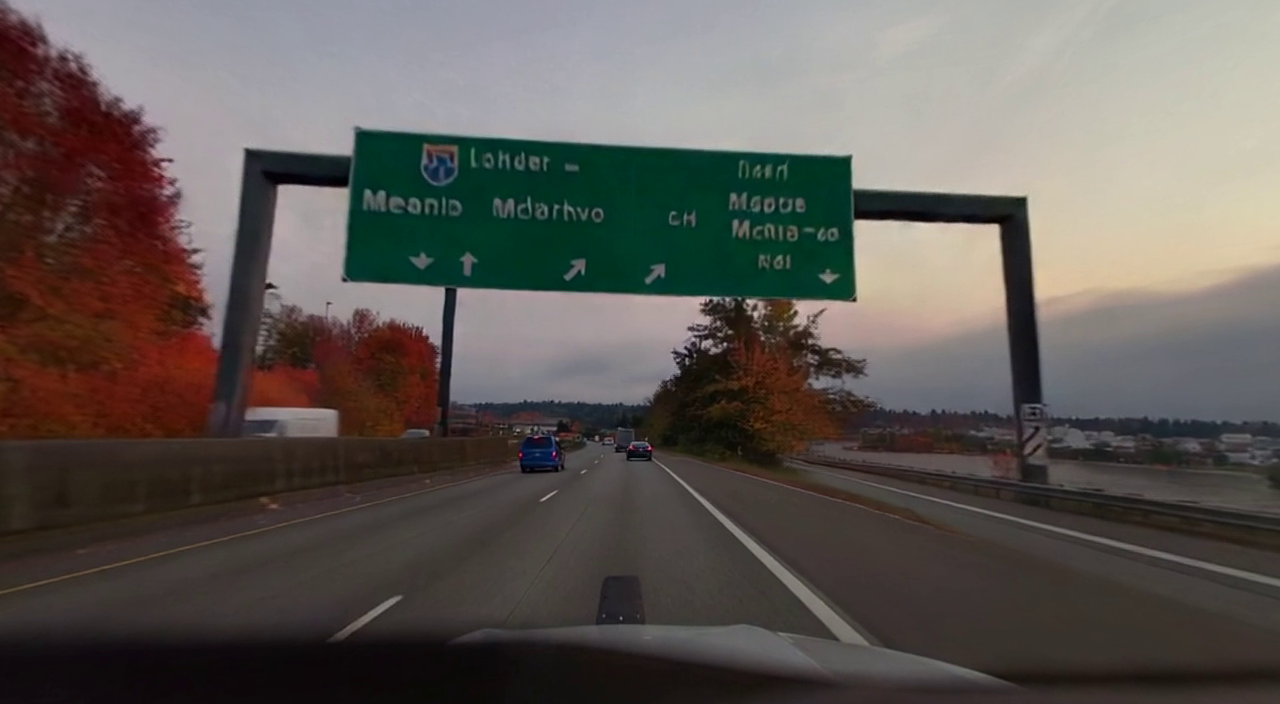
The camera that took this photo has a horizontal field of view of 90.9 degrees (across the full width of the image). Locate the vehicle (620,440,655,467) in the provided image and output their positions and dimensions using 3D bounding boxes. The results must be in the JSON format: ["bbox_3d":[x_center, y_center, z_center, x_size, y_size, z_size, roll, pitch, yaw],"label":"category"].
[{"bbox_3d":[-0.205,6.029,37.652,1.939,1.497,3.863,0,-8,-2],"label":"vehicle"}]

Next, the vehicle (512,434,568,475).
[{"bbox_3d":[-4.493,4.656,28.815,1.924,1.720,4.195,0,-8,-1],"label":"vehicle"}]
